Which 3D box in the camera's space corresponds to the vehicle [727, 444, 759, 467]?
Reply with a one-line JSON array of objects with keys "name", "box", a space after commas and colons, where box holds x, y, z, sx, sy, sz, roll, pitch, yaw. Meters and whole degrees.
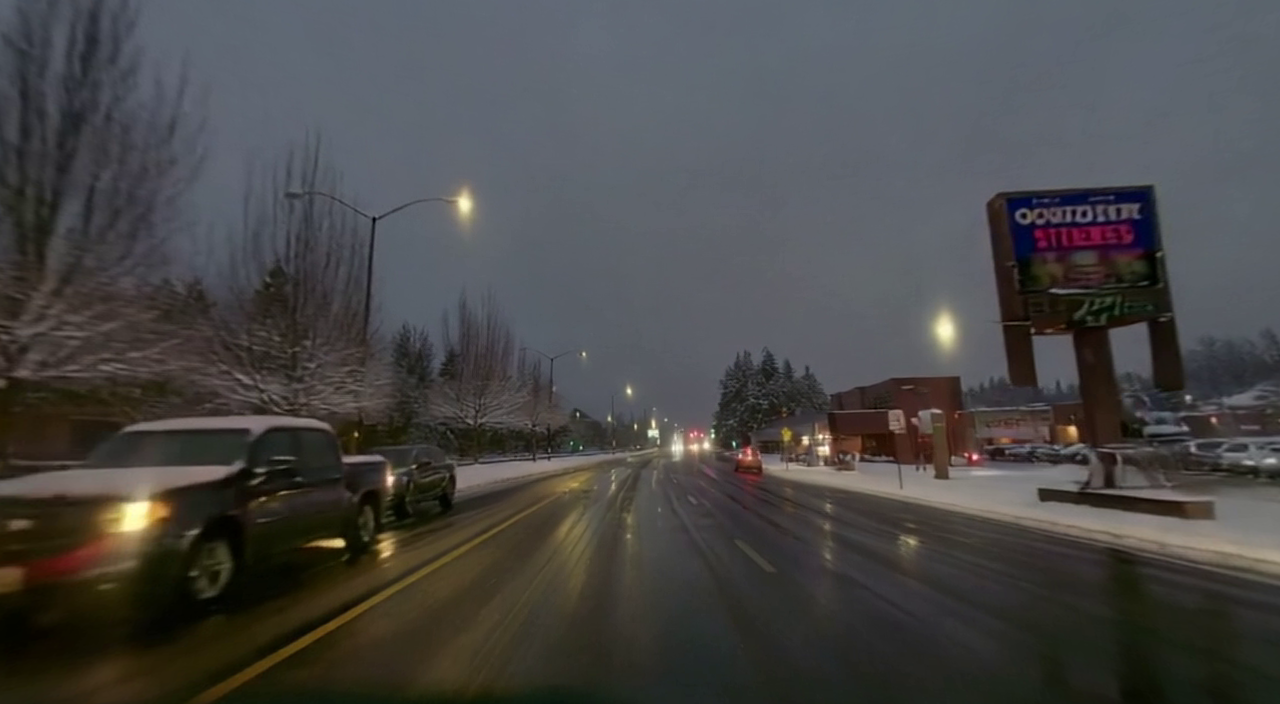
[{"name": "vehicle", "box": [7.785, 7.865, 48.137, 1.974, 1.635, 4.043, -1, -9, 4]}]

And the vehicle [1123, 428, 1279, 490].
[{"name": "vehicle", "box": [16.598, 2.985, 17.794, 4.355, 1.602, 1.932, 0, -9, -1]}]

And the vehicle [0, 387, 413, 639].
[{"name": "vehicle", "box": [-4.540, 1.563, 7.168, 2.238, 1.864, 4.740, 0, -9, -1]}]
